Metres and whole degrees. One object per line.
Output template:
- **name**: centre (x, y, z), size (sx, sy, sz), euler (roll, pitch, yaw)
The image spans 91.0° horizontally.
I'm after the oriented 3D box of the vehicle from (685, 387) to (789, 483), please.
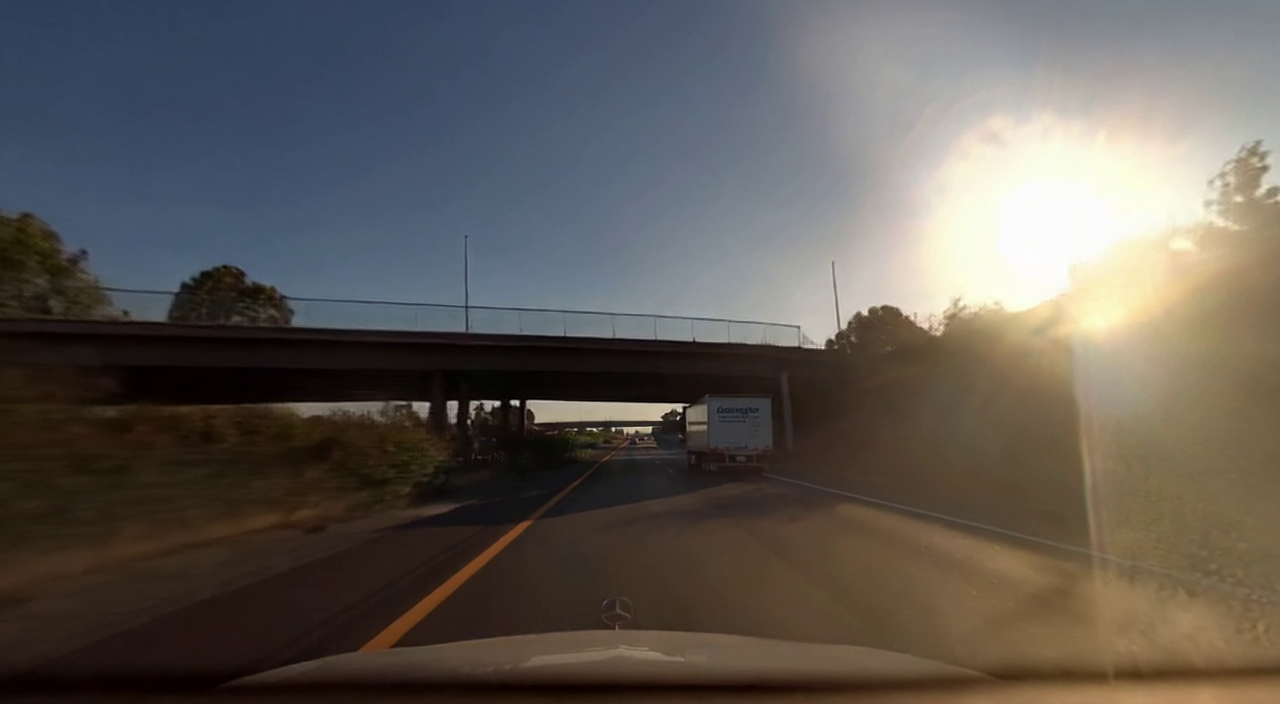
- **vehicle**: centre (3.523, 3.294, 24.812), size (2.702, 3.193, 7.196), euler (0, -8, -2)
